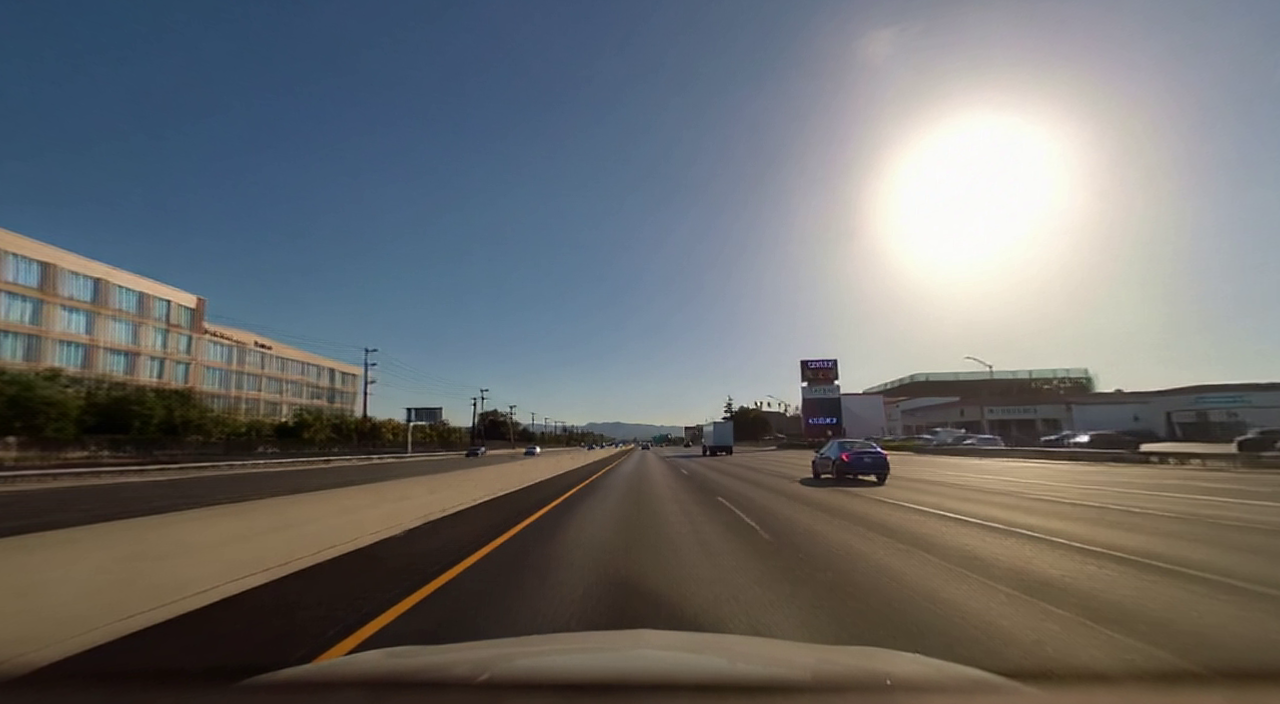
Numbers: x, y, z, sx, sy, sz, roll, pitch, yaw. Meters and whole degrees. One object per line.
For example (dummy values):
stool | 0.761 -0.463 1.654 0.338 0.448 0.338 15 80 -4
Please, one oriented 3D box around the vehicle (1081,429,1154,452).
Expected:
vehicle | 35.852 6.622 47.157 3.860 1.492 1.960 -3 -7 -2

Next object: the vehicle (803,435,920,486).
vehicle | 7.261 3.605 21.253 2.079 1.518 5.032 0 -8 -1

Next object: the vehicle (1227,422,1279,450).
vehicle | 43.442 5.717 42.890 1.947 1.722 4.943 -3 -7 3
